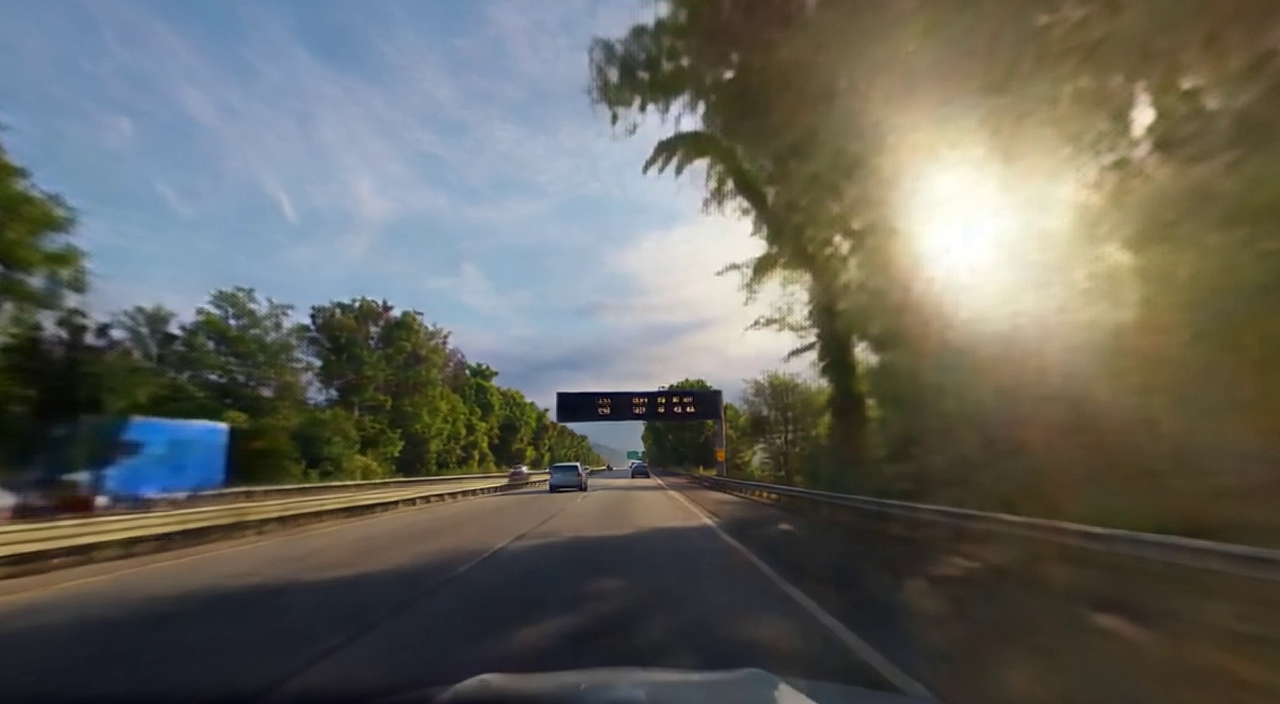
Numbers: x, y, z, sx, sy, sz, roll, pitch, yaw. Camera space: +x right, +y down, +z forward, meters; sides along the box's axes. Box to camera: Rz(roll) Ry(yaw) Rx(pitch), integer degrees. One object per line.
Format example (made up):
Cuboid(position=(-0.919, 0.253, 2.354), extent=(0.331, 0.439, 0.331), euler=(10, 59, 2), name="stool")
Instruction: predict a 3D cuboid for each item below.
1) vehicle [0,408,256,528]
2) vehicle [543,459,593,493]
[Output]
Cuboid(position=(-17.452, 4.079, 22.307), extent=(2.776, 3.469, 7.357), euler=(0, -10, 1), name="vehicle")
Cuboid(position=(-3.701, 6.492, 33.132), extent=(2.081, 1.586, 4.245), euler=(0, -10, 1), name="vehicle")
